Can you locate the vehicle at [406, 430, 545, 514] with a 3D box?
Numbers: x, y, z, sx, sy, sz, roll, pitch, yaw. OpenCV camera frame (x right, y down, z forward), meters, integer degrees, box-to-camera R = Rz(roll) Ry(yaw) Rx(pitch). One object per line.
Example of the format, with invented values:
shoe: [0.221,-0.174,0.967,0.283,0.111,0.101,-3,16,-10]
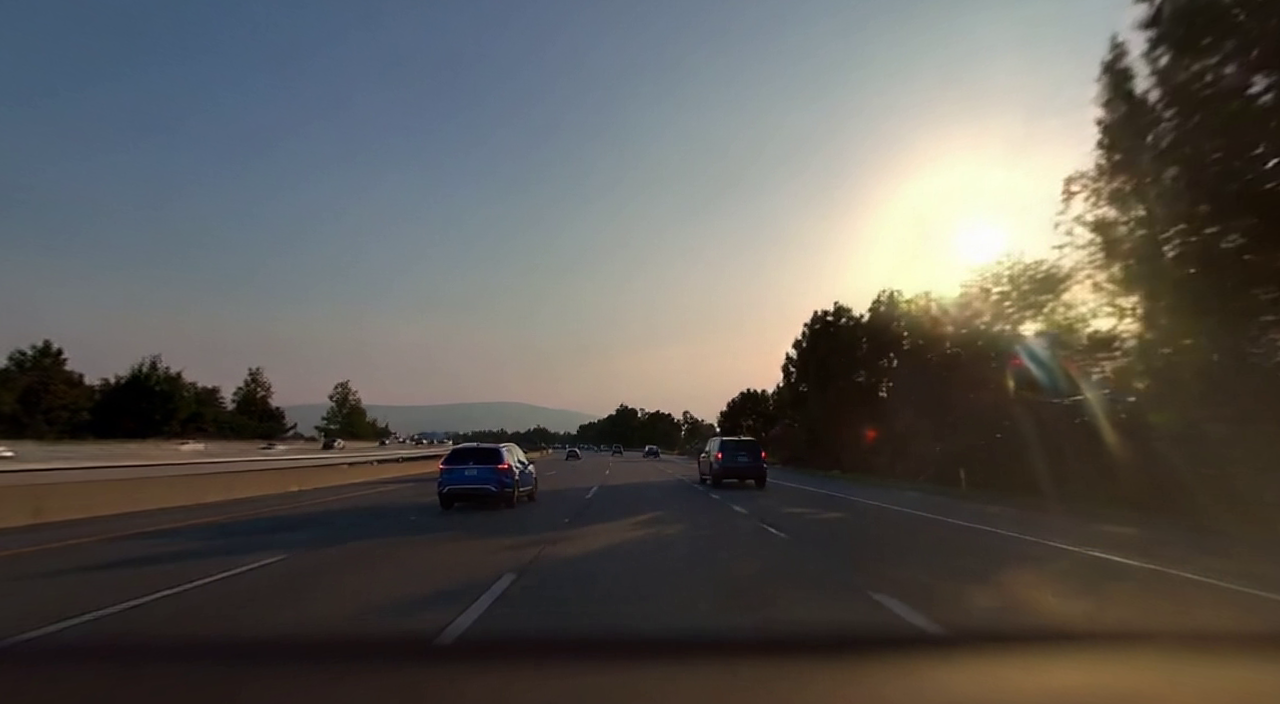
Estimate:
vehicle: [-3.812,2.889,15.561,2.214,1.743,4.465,0,-9,0]

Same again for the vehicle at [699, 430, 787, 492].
vehicle: [3.366,3.688,21.632,2.153,1.860,4.689,0,-9,-1]
